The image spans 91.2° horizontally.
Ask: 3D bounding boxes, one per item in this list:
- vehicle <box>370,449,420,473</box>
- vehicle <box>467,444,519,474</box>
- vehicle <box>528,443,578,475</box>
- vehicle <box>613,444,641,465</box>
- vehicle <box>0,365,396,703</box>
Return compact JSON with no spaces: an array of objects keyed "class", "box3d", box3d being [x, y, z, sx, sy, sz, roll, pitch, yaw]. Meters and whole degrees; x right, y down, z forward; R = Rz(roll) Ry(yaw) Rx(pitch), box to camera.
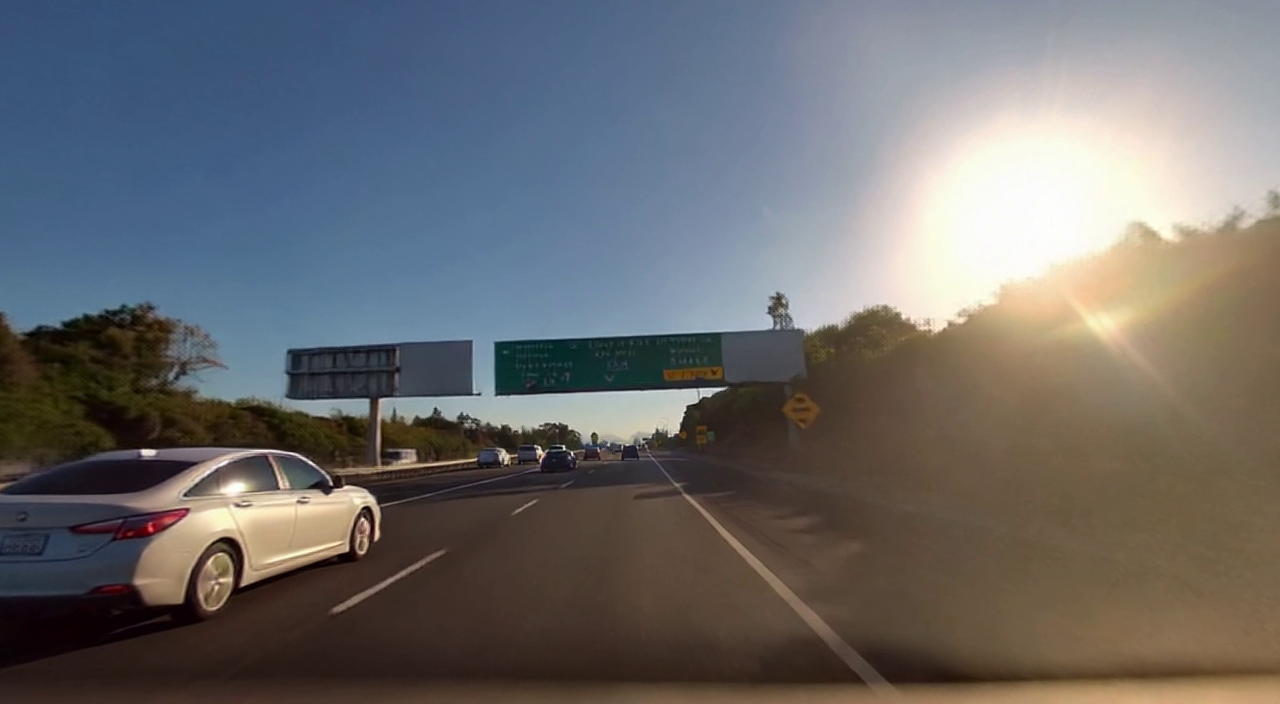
[{"class":"vehicle","box3d":[-16.714,7.422,42.952,1.811,1.554,3.985,-1,-9,0]},{"class":"vehicle","box3d":[-7.980,5.838,34.353,1.936,1.516,3.904,0,-9,0]},{"class":"vehicle","box3d":[-4.307,5.383,31.672,1.988,1.477,4.118,0,-9,-1]},{"class":"vehicle","box3d":[-0.931,7.557,46.244,2.023,1.479,3.718,0,-9,0]},{"class":"vehicle","box3d":[-4.127,1.309,5.567,2.074,1.779,4.588,0,-9,0]}]
